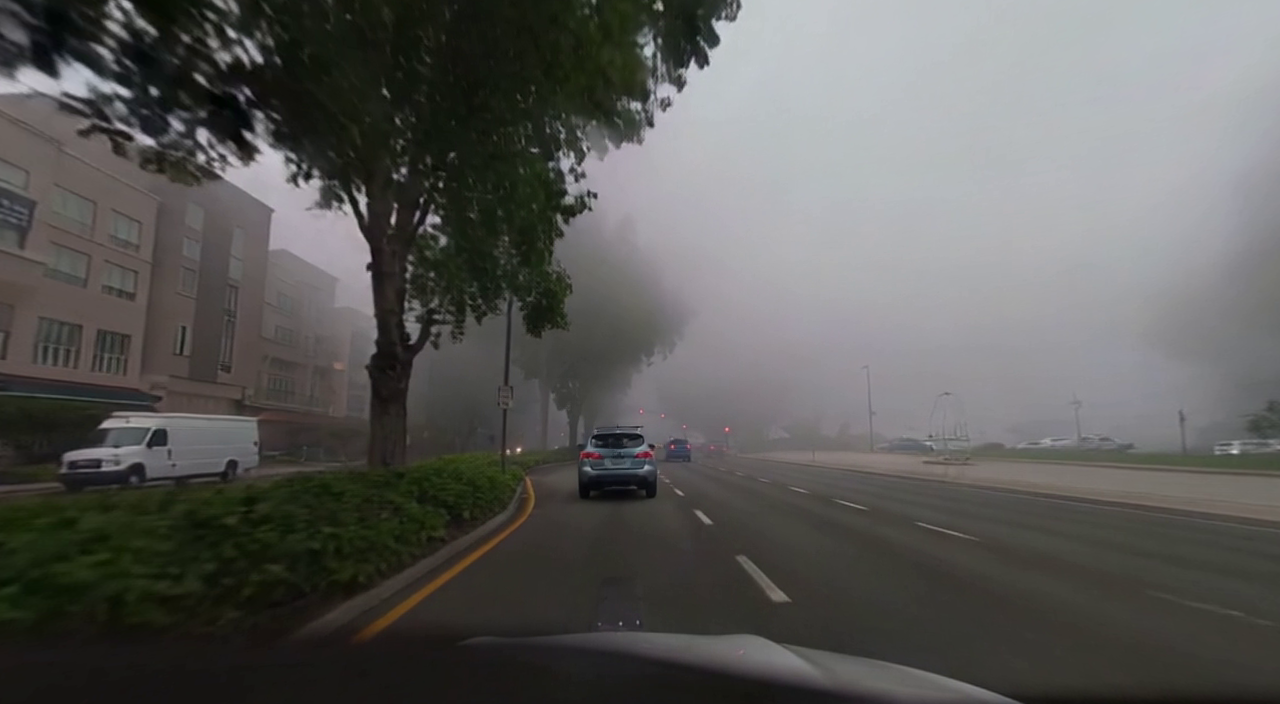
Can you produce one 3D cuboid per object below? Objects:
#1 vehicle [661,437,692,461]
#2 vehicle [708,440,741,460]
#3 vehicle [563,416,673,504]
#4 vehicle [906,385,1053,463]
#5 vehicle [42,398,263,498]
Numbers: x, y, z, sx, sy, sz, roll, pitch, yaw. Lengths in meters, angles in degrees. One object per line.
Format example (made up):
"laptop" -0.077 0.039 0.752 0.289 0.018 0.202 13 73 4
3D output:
"vehicle" 2.560 6.938 45.215 1.929 1.590 4.287 0 -9 -1
"vehicle" 6.151 7.216 46.582 1.777 1.443 3.942 0 -9 -2
"vehicle" -0.516 2.551 15.225 2.277 1.816 4.192 0 -9 -2
"vehicle" 18.279 4.119 35.003 3.269 3.755 8.862 0 -9 1
"vehicle" -19.131 3.882 25.723 2.811 3.399 7.898 0 -9 -2
